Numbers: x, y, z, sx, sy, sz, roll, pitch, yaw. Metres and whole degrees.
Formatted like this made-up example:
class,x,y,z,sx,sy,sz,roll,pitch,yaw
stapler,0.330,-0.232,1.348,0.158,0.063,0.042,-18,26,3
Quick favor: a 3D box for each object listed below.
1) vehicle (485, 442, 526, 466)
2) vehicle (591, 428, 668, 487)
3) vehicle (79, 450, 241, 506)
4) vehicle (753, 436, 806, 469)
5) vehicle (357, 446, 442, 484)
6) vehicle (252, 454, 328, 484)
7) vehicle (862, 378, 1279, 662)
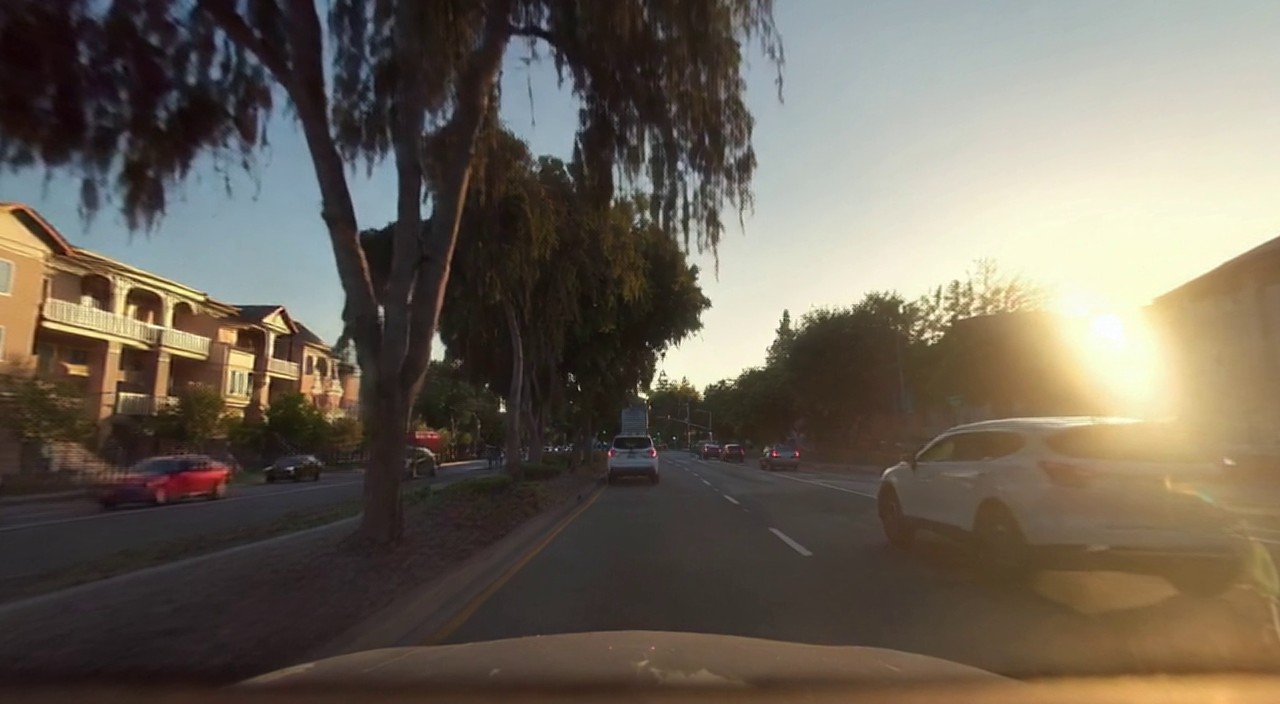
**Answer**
class,x,y,z,sx,sy,sz,roll,pitch,yaw
vehicle,-10.261,7.796,48.405,2.142,1.742,4.523,0,-9,1
vehicle,-0.329,3.560,21.531,2.332,1.798,4.546,0,-8,0
vehicle,-16.545,4.318,22.117,1.972,1.723,4.608,0,-9,1
vehicle,7.772,5.633,35.431,1.971,1.722,4.341,0,-8,0
vehicle,-10.314,4.857,27.450,1.907,1.471,4.410,0,-9,1
vehicle,-20.449,6.842,37.044,1.821,1.568,4.296,0,-9,2
vehicle,3.983,1.333,6.078,2.100,1.689,4.501,0,-8,1
